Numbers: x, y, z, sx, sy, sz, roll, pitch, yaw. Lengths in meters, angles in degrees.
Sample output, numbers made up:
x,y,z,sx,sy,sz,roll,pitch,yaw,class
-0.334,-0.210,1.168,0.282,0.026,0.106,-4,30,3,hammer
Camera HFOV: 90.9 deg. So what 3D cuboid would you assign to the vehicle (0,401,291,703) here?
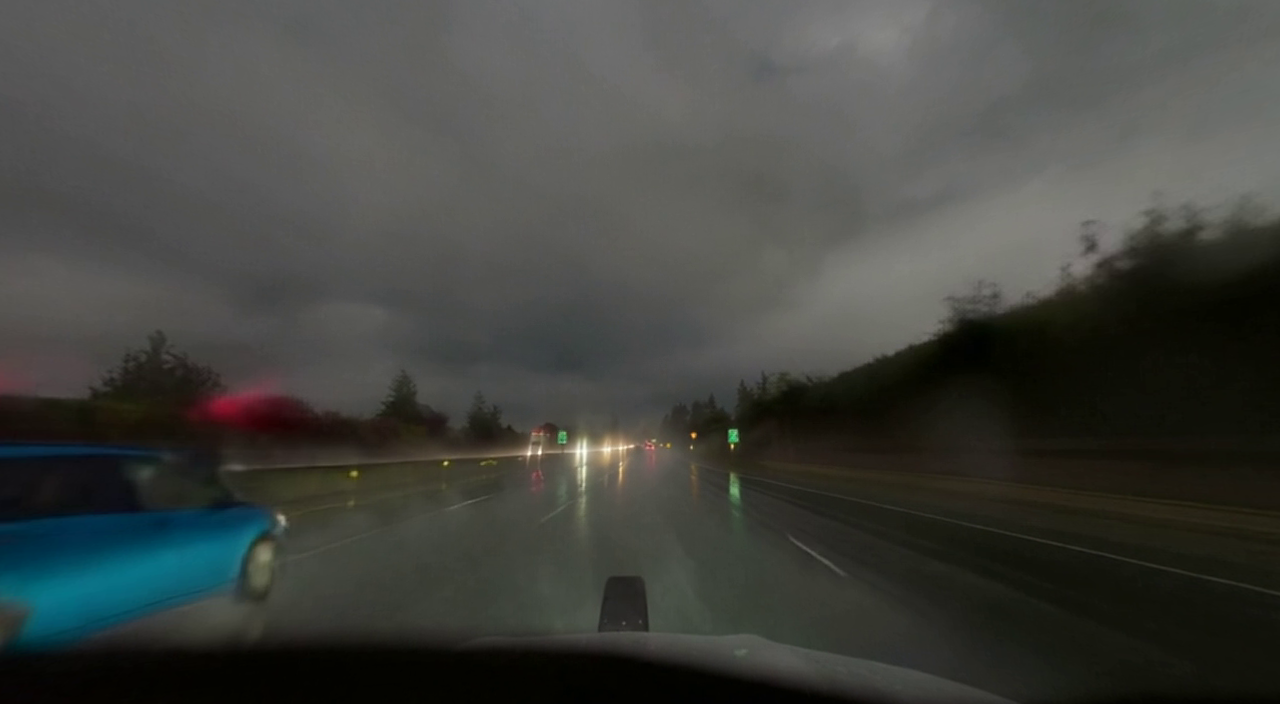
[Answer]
x,y,z,sx,sy,sz,roll,pitch,yaw,class
-4.285,1.063,3.352,2.160,1.552,4.592,0,-9,1,vehicle
